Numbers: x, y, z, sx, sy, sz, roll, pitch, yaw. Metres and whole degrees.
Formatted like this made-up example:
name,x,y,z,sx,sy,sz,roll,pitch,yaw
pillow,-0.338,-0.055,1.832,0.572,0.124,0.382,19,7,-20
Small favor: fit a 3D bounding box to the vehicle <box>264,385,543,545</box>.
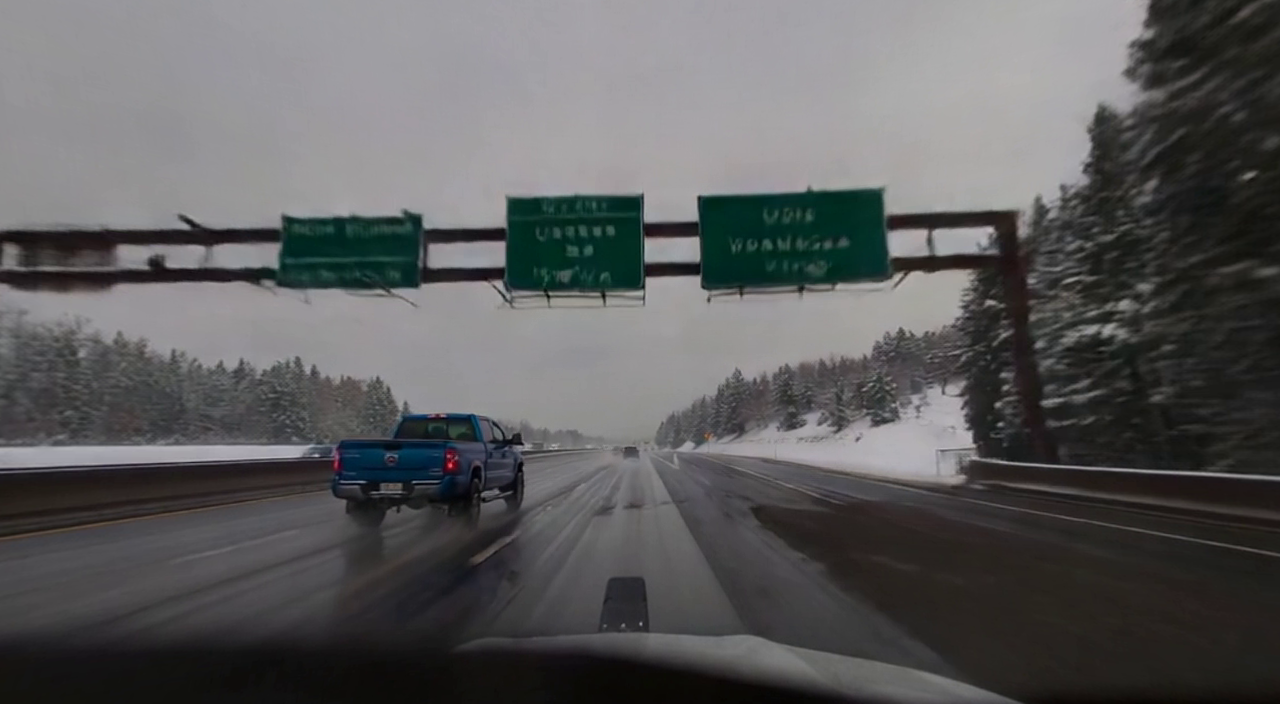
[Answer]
name,x,y,z,sx,sy,sz,roll,pitch,yaw
vehicle,-3.552,1.917,11.335,2.601,2.084,6.068,0,-8,1
